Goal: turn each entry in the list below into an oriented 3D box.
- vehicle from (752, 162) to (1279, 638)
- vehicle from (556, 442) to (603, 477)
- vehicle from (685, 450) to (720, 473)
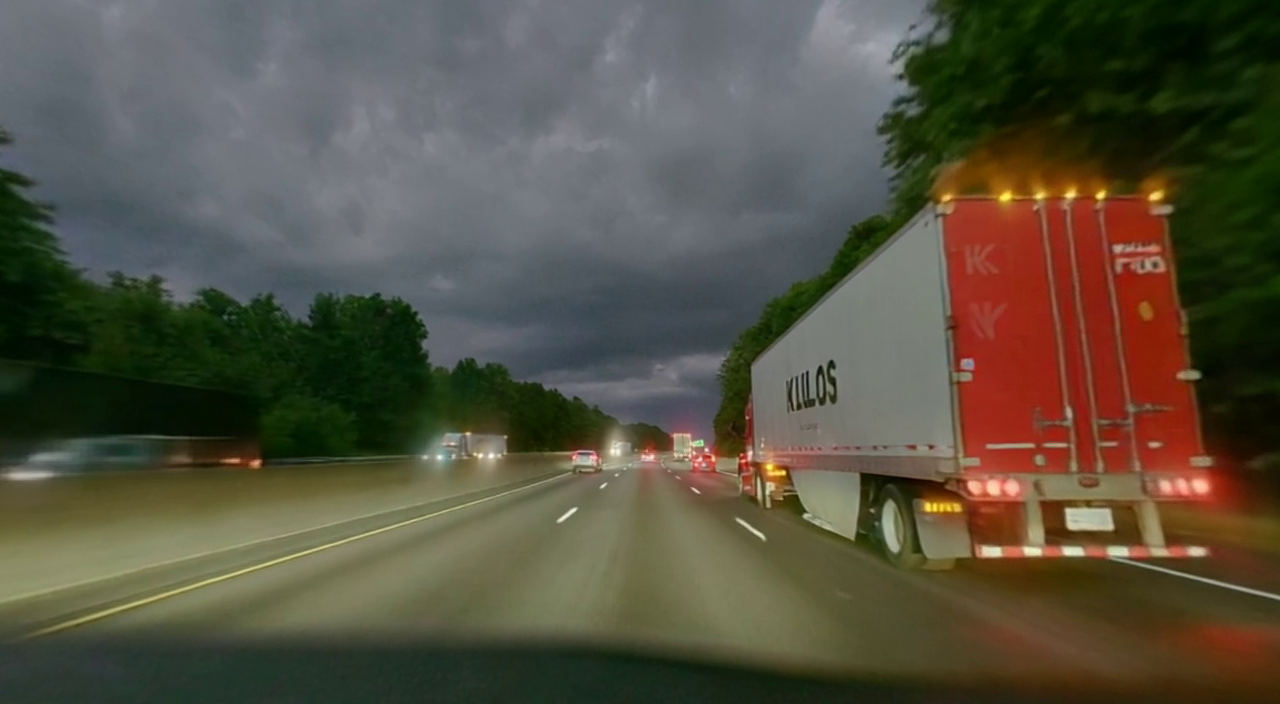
[{"bbox_3d":[4.335,1.159,10.787,2.914,3.998,11.103,0,-9,1],"label":"vehicle"},{"bbox_3d":[-3.078,5.565,32.786,2.017,1.683,4.309,0,-9,0],"label":"vehicle"},{"bbox_3d":[4.570,8.045,46.466,2.176,1.598,3.878,0,-9,0],"label":"vehicle"}]
